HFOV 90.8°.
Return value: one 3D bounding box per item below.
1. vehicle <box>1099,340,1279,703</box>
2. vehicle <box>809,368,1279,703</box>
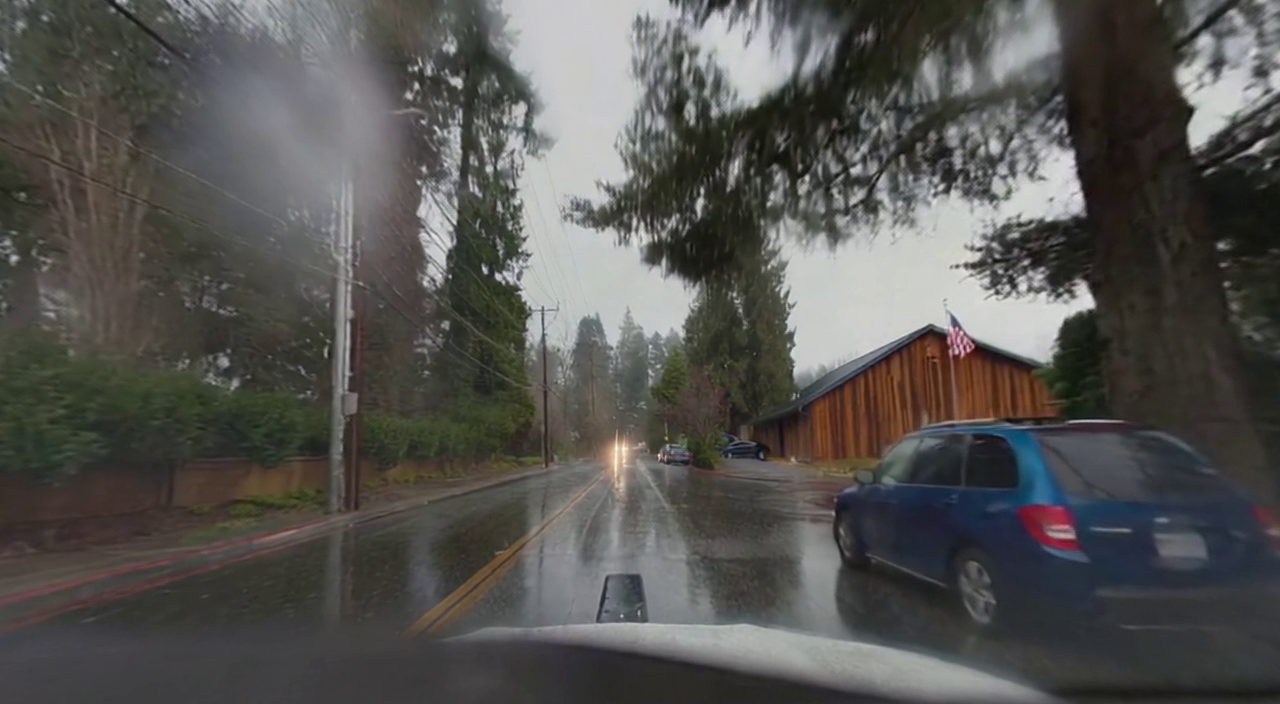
[{"bbox_3d":[3.530,0.608,0.875,2.061,1.793,5.100,0,-9,2],"label":"vehicle"},{"bbox_3d":[3.371,1.325,5.796,2.203,1.787,4.704,0,-9,-2],"label":"vehicle"}]
